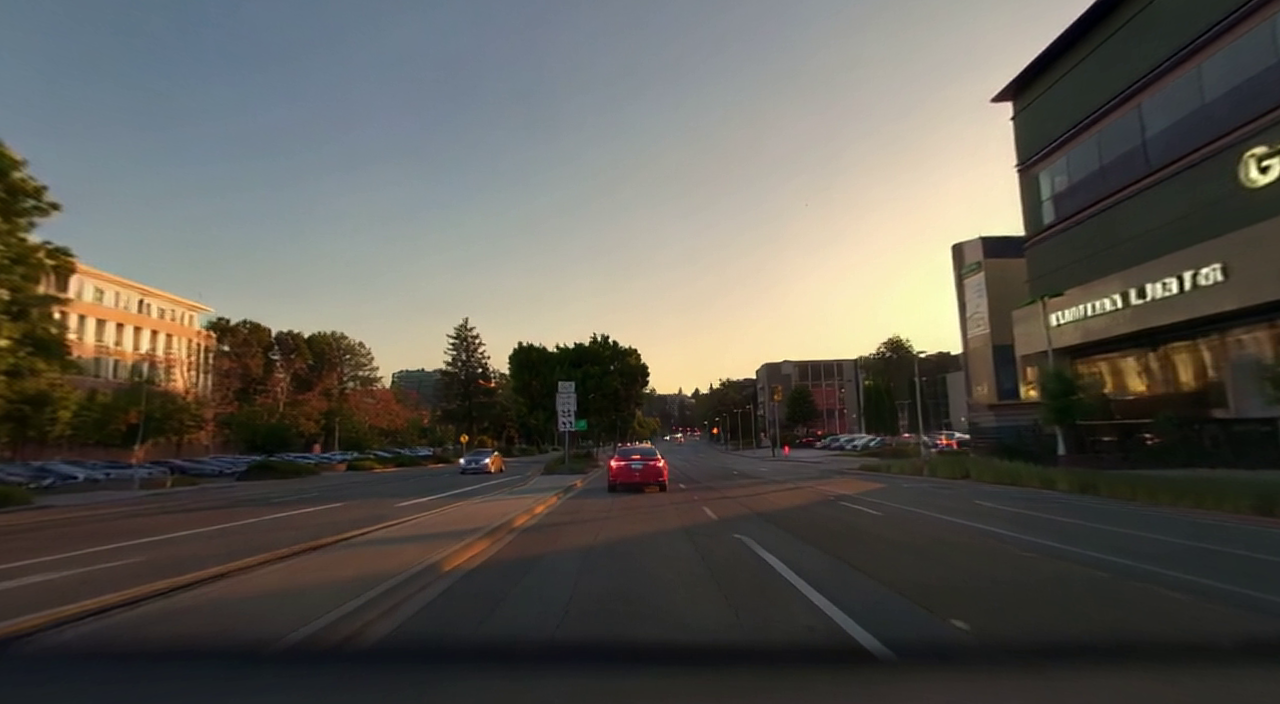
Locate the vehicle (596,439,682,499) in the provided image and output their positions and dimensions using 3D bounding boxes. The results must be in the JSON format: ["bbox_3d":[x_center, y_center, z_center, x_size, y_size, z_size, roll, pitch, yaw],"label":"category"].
[{"bbox_3d":[-0.063,3.202,17.596,2.126,1.475,3.967,0,-8,-1],"label":"vehicle"}]

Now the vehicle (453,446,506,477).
[{"bbox_3d":[-9.230,6.313,36.547,1.903,1.476,4.395,-5,-8,-1],"label":"vehicle"}]
